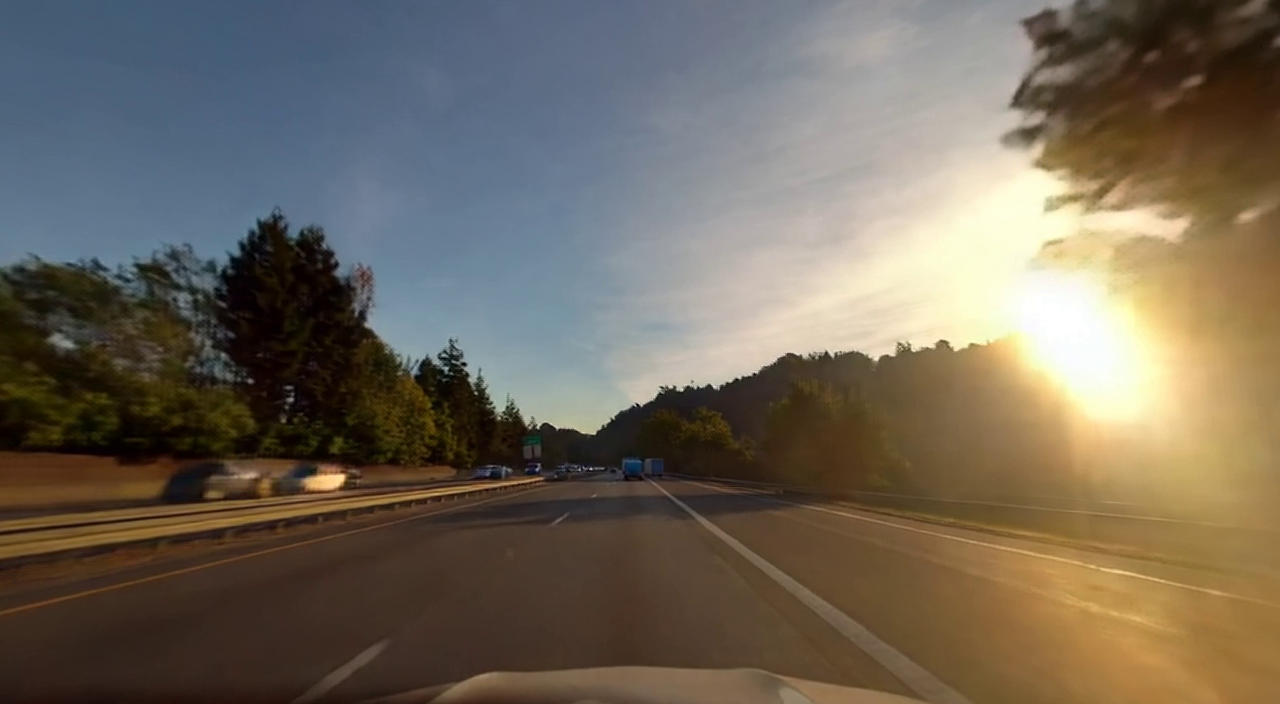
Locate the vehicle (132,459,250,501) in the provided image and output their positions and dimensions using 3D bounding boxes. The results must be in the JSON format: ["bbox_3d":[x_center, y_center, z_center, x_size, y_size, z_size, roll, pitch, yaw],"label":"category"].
[{"bbox_3d":[-17.193,4.912,24.370,1.749,1.469,3.779,1,-10,0],"label":"vehicle"}]

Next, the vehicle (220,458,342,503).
[{"bbox_3d":[-13.175,4.760,23.529,1.903,1.448,4.489,1,-10,0],"label":"vehicle"}]
